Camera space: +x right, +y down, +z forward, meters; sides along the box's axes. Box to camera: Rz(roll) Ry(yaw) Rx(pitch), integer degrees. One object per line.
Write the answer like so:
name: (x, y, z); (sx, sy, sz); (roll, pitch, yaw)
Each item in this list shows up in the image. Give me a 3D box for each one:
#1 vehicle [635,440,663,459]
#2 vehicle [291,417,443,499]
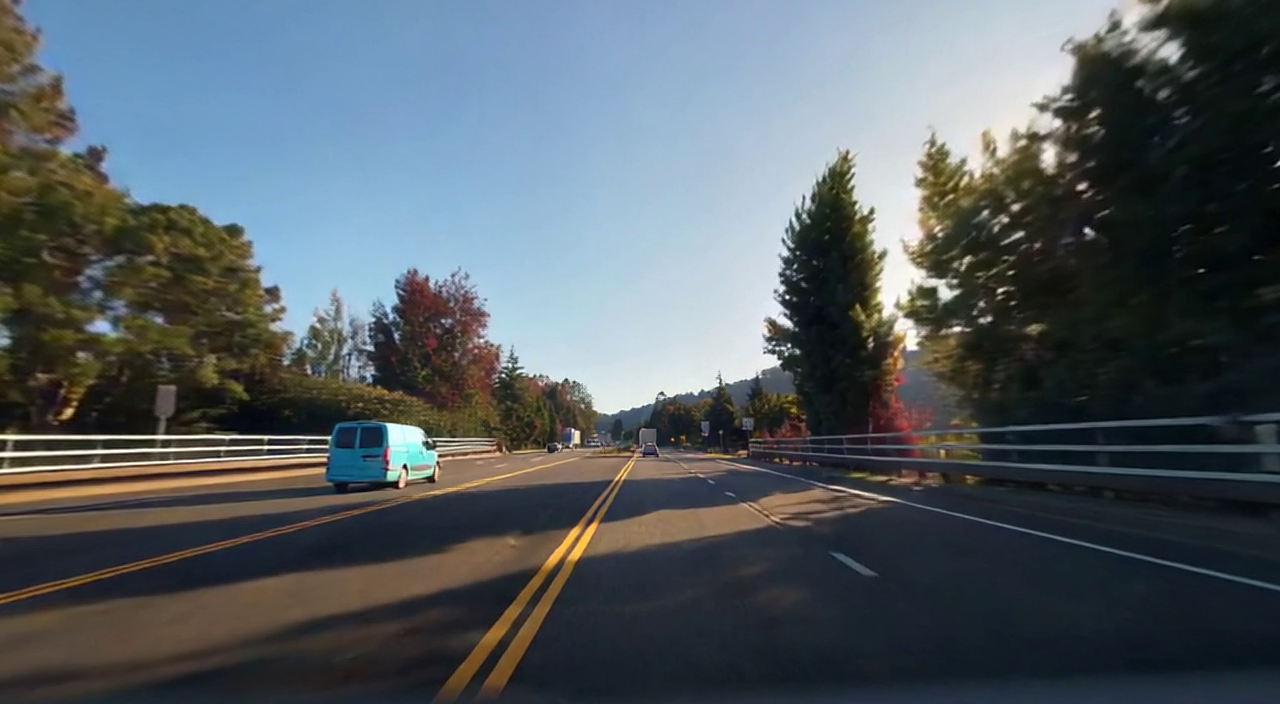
vehicle: (0.688, 7.564, 48.912); (2.061, 1.469, 3.782); (0, -8, 1)
vehicle: (-7.095, 2.806, 16.977); (2.068, 1.897, 4.372); (0, -8, 1)
